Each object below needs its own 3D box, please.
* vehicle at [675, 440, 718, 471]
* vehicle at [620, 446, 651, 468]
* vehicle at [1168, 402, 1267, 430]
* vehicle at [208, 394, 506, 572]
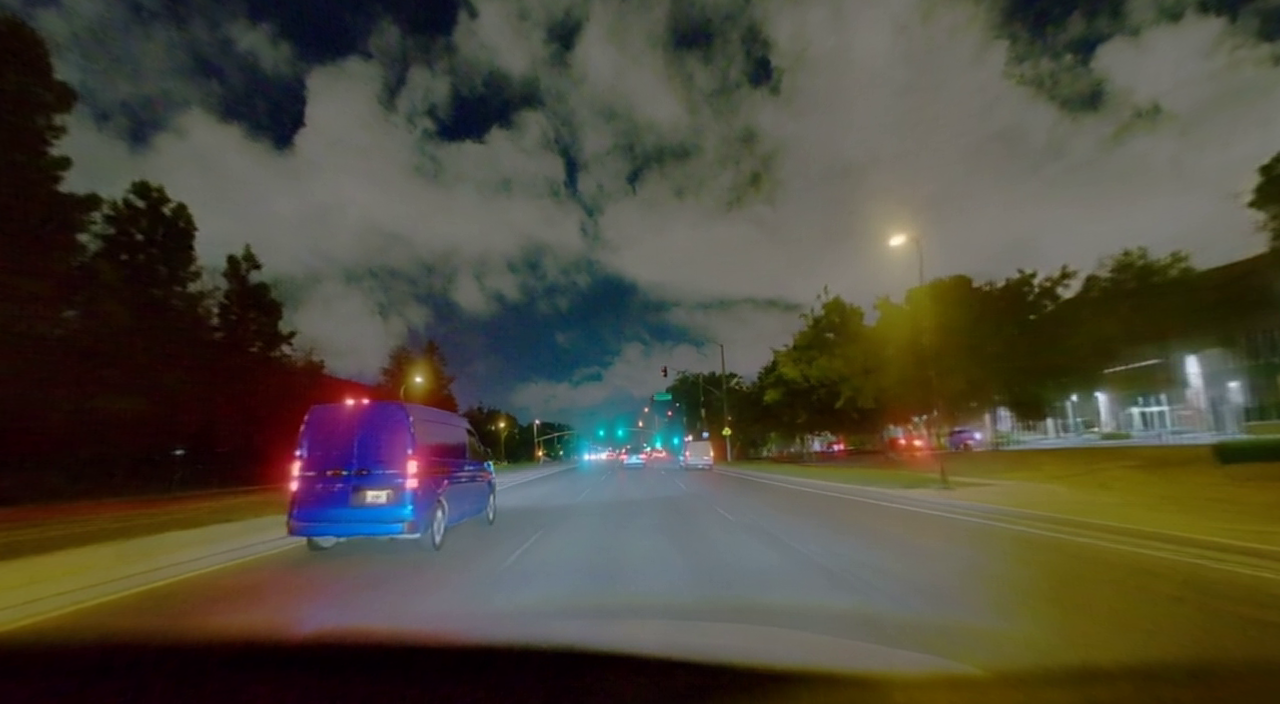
[{"bbox_3d":[3.434,6.412,39.360,2.181,1.781,4.257,0,-9,-2],"label":"vehicle"},{"bbox_3d":[-0.343,7.265,43.802,2.039,1.455,3.826,0,-9,-2],"label":"vehicle"},{"bbox_3d":[44.058,4.961,48.426,2.456,1.814,5.503,-1,-9,2],"label":"vehicle"},{"bbox_3d":[-3.486,1.732,9.091,2.075,1.863,4.744,0,-9,0],"label":"vehicle"}]
